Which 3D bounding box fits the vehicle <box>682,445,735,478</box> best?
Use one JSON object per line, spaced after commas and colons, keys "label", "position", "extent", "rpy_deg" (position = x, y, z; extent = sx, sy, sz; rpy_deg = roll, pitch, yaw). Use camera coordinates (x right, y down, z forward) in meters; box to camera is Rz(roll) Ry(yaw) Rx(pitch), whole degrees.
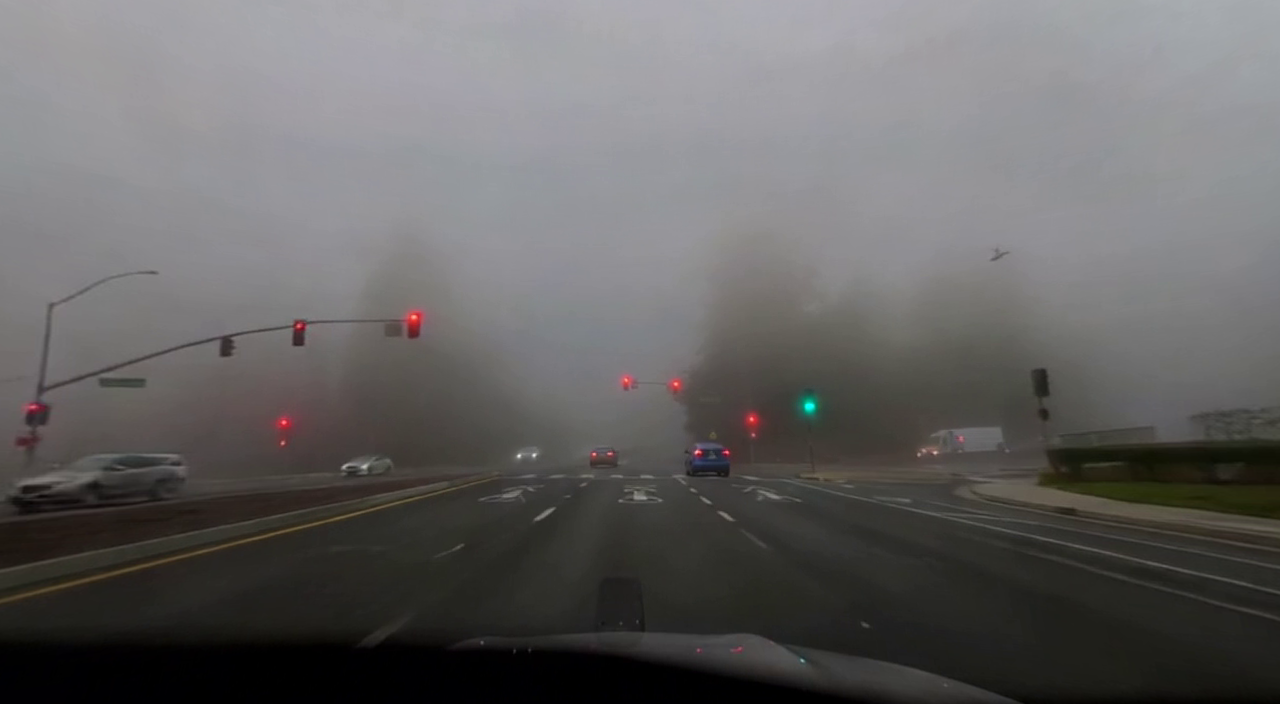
{"label": "vehicle", "position": [3.297, 5.374, 31.393], "extent": [2.068, 1.497, 4.247], "rpy_deg": [0, -8, -1]}

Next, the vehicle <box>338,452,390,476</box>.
{"label": "vehicle", "position": [-21.167, 8.546, 48.629], "extent": [1.913, 1.700, 4.359], "rpy_deg": [0, -8, 1]}
